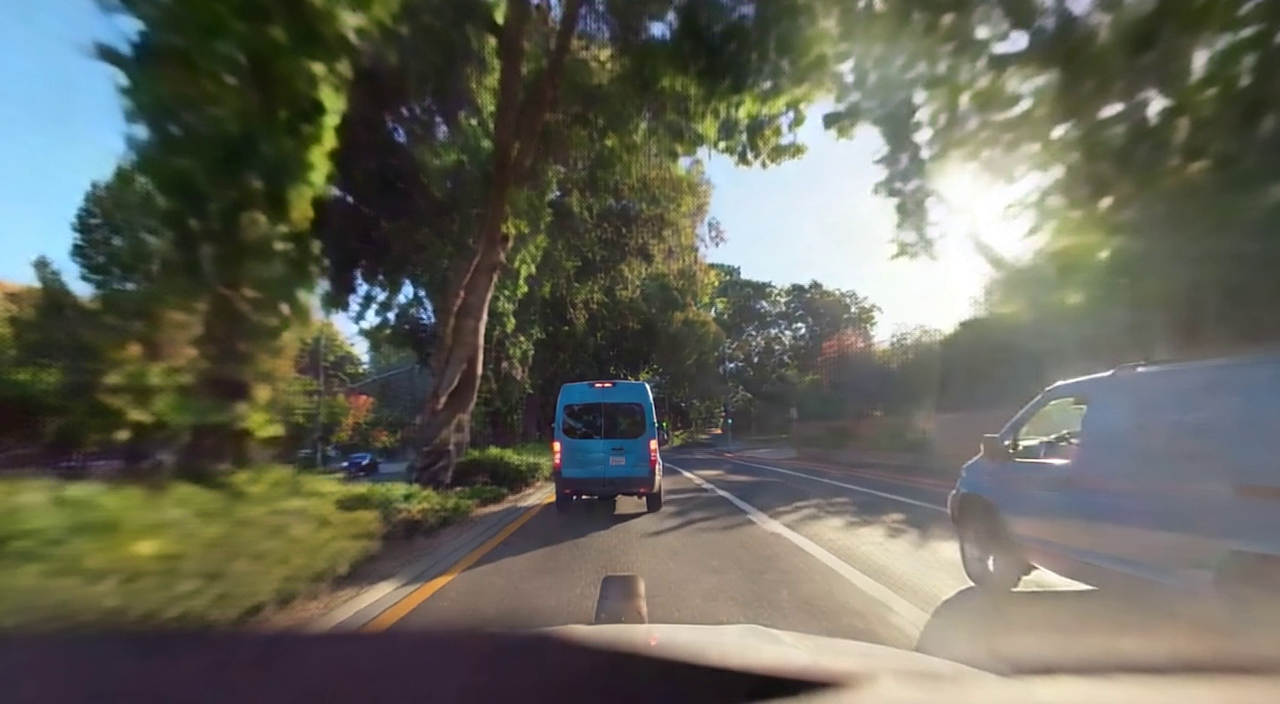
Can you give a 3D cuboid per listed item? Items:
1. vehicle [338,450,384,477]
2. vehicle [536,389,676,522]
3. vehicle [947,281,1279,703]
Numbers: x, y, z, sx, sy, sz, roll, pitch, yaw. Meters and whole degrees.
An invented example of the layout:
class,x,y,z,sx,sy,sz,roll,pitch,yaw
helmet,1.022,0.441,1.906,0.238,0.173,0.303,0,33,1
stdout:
class,x,y,z,sx,sy,sz,roll,pitch,yaw
vehicle,-16.921,6.772,38.524,1.833,1.504,4.141,2,-9,-14
vehicle,-0.497,1.925,11.995,2.145,2.046,4.309,0,-9,1
vehicle,3.713,0.762,3.482,1.988,1.873,3.968,0,-9,0
